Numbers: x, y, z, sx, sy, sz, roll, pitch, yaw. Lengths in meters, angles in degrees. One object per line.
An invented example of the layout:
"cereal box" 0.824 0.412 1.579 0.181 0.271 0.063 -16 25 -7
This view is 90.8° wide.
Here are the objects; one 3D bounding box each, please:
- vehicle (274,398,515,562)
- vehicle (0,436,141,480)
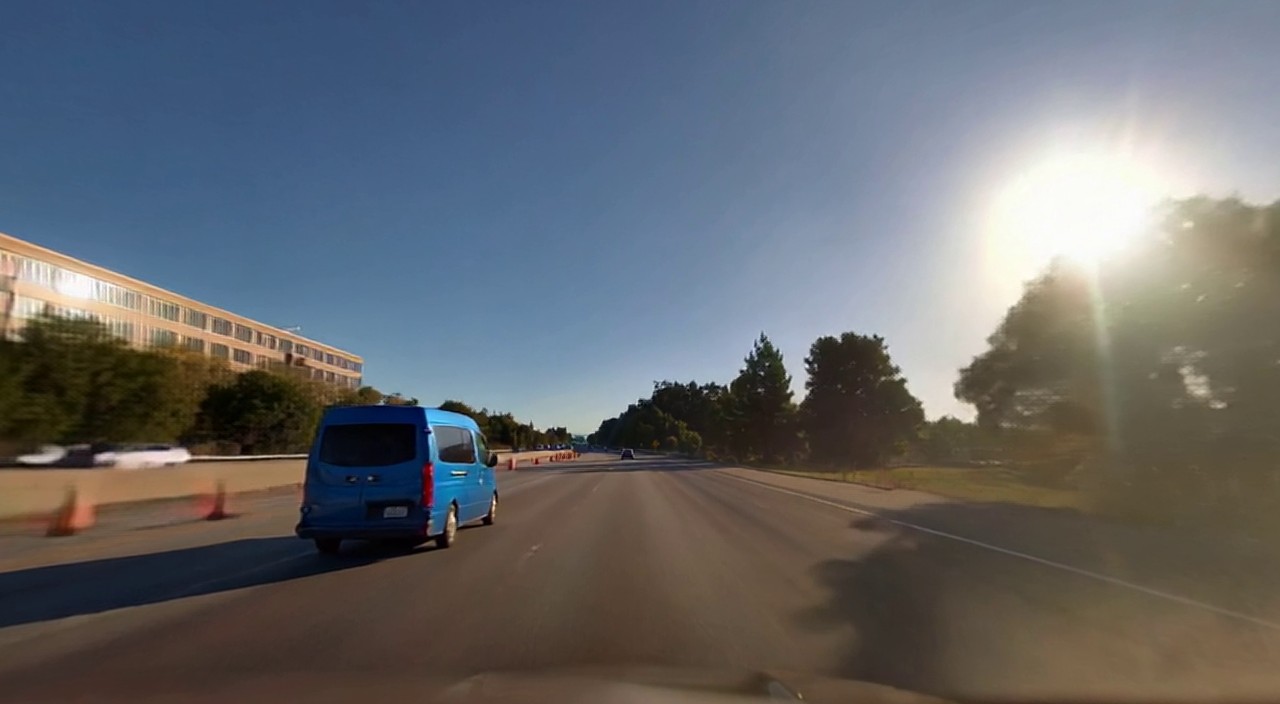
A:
"vehicle" -3.442 1.913 10.020 2.046 1.982 4.465 0 -9 -1
"vehicle" -23.789 4.418 26.489 1.926 1.681 4.655 0 -9 -1
